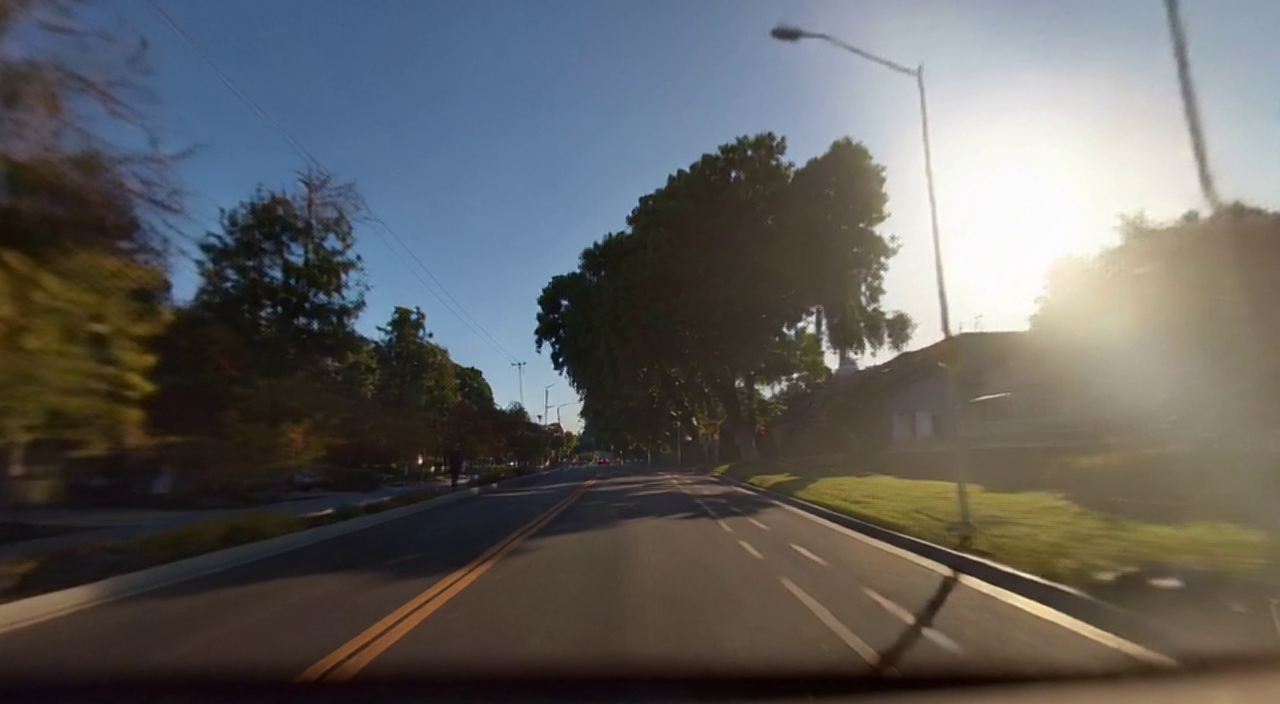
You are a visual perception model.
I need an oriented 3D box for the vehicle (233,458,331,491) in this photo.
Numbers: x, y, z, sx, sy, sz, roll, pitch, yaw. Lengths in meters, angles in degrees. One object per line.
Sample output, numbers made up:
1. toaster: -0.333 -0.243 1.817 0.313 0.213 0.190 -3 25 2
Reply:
1. vehicle: -20.761 7.101 36.645 4.459 1.772 2.011 -1 -9 7
